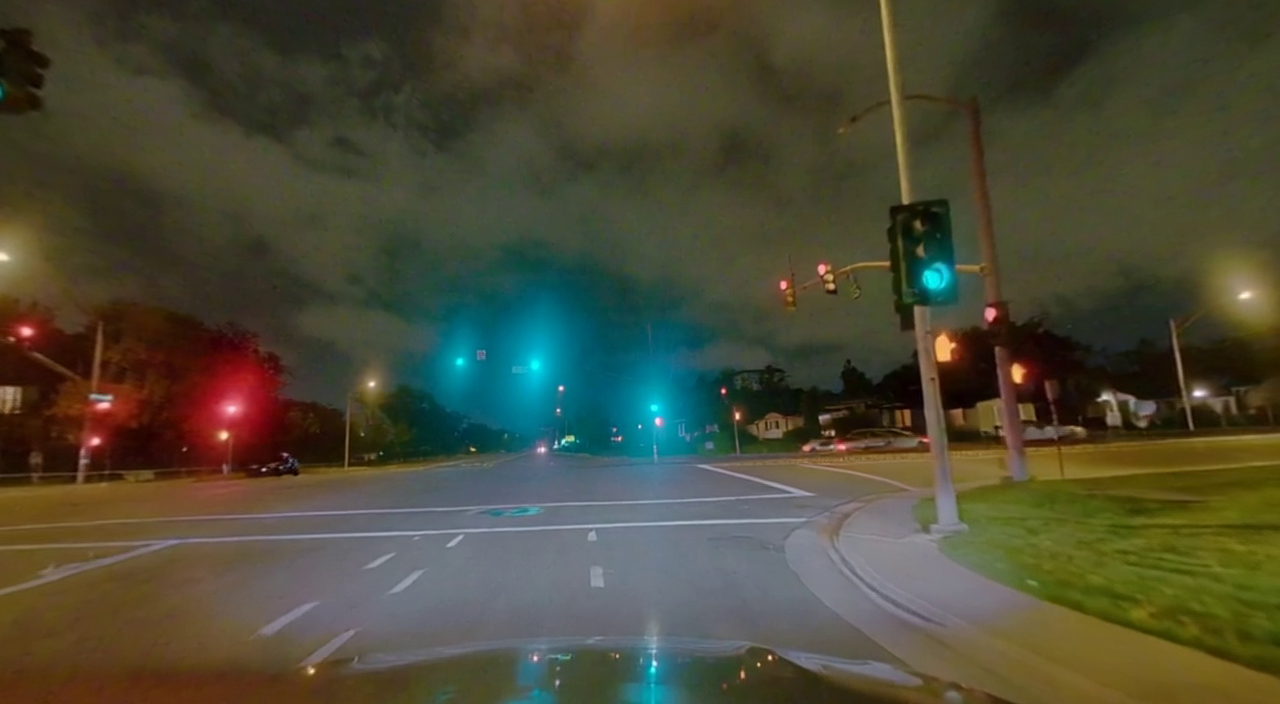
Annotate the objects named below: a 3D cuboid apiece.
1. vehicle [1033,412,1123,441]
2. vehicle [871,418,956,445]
[{"bbox_3d":[29.649,5.083,42.729,4.605,1.823,2.006,1,-9,-4],"label":"vehicle"},{"bbox_3d":[18.053,5.286,41.746,4.681,1.712,1.976,0,-8,-4],"label":"vehicle"}]
